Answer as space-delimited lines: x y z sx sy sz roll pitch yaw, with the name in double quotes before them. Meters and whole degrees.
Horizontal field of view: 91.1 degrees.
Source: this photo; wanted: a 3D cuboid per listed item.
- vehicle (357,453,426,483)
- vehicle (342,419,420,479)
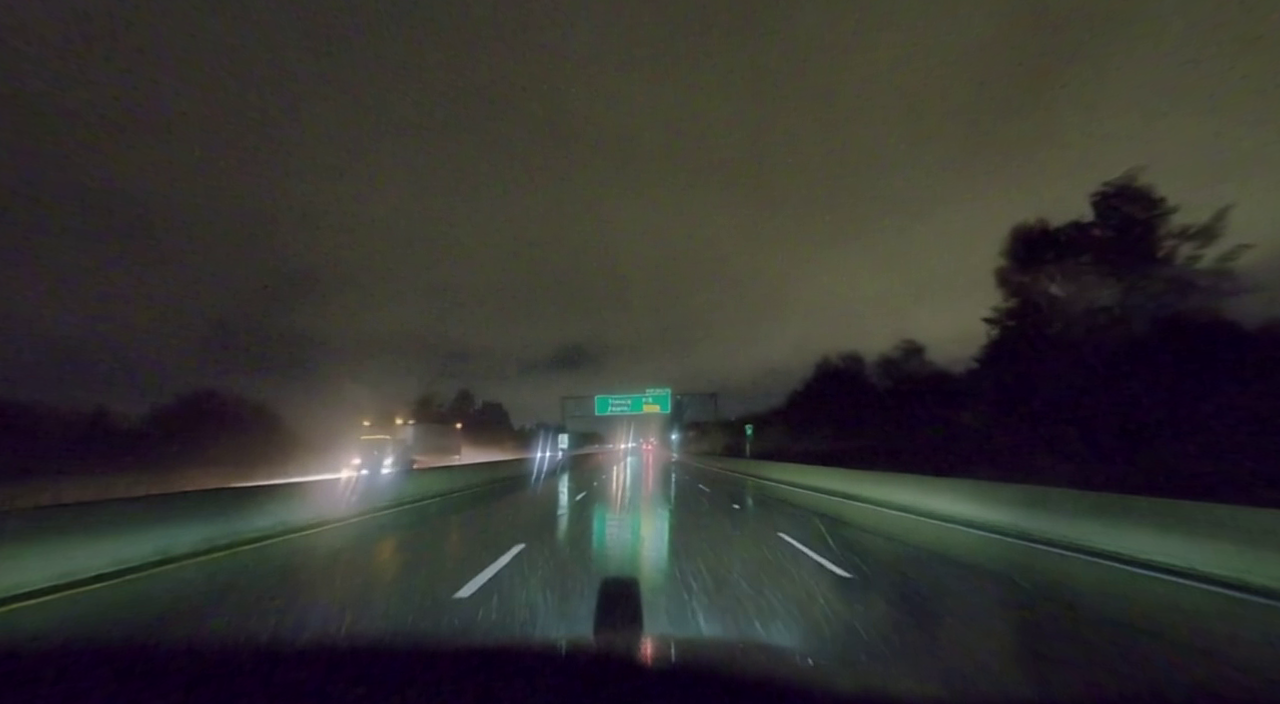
"vehicle" -13.004 6.075 33.228 1.816 1.473 4.499 0 -9 0
"vehicle" -18.304 6.929 44.944 3.032 3.987 5.941 0 -9 -1
